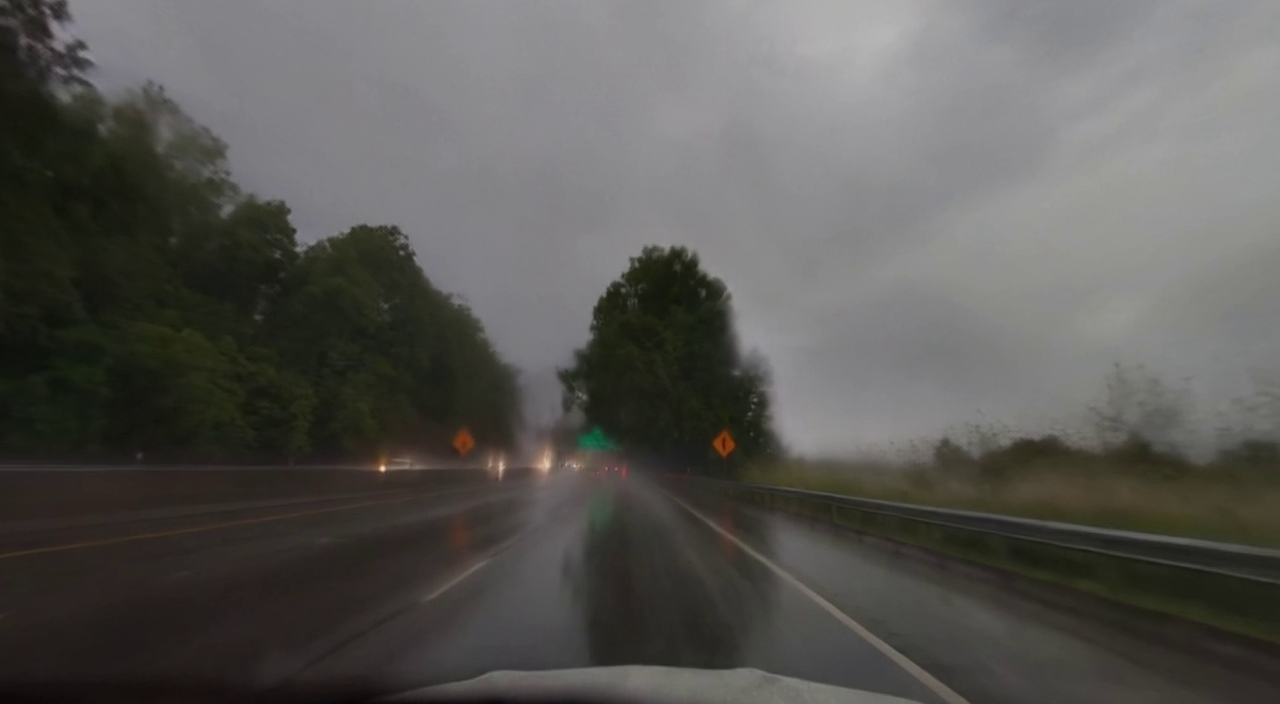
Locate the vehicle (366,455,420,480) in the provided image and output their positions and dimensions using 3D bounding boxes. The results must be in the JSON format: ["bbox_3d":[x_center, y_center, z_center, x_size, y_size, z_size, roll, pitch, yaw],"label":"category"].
[{"bbox_3d":[-17.548,8.243,45.053,2.041,1.667,4.698,1,-10,-1],"label":"vehicle"}]
